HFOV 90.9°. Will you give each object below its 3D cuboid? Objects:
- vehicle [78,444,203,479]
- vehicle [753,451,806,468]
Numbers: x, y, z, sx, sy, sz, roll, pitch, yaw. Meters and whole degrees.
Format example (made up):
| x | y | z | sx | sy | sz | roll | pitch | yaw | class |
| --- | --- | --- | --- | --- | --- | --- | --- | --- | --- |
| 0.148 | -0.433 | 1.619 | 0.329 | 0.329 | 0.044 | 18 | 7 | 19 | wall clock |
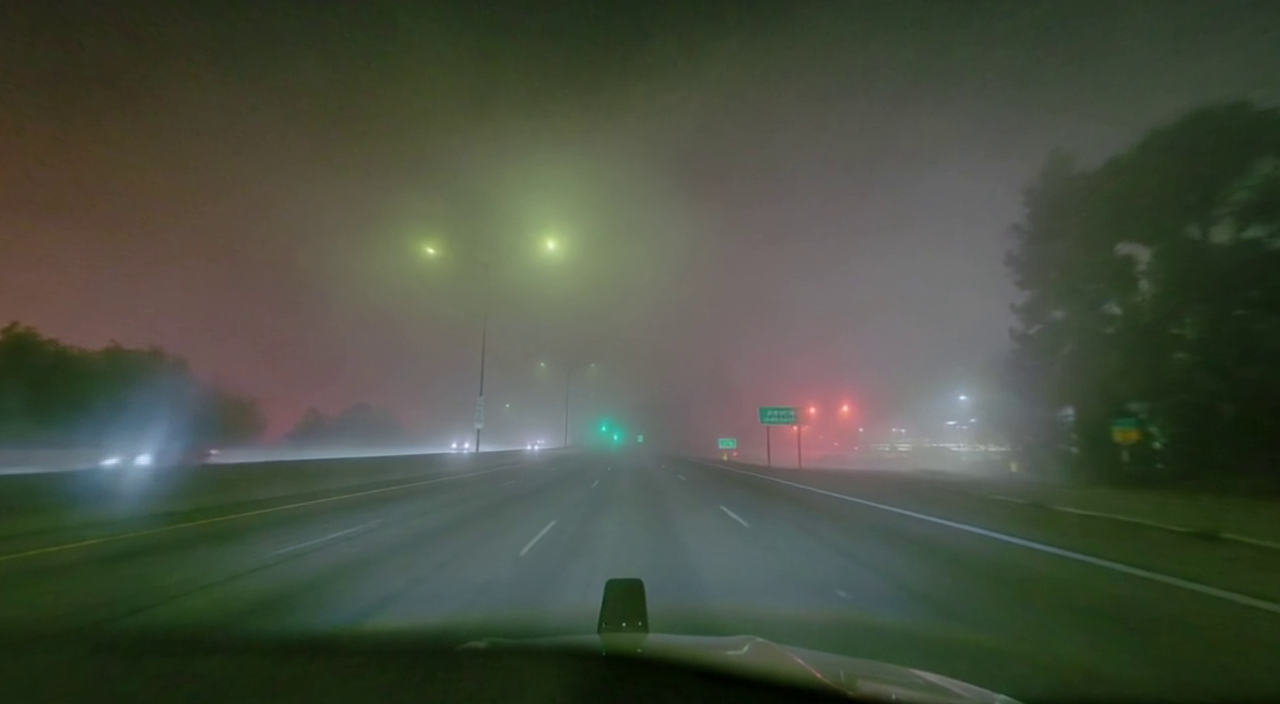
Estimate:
| x | y | z | sx | sy | sz | roll | pitch | yaw | class |
| --- | --- | --- | --- | --- | --- | --- | --- | --- | --- |
| -22.501 | 4.924 | 28.681 | 2.025 | 1.460 | 4.403 | 0 | -8 | 0 | vehicle |
| 9.087 | 7.047 | 41.475 | 2.635 | 1.057 | 4.249 | 0 | -9 | 1 | vehicle |
